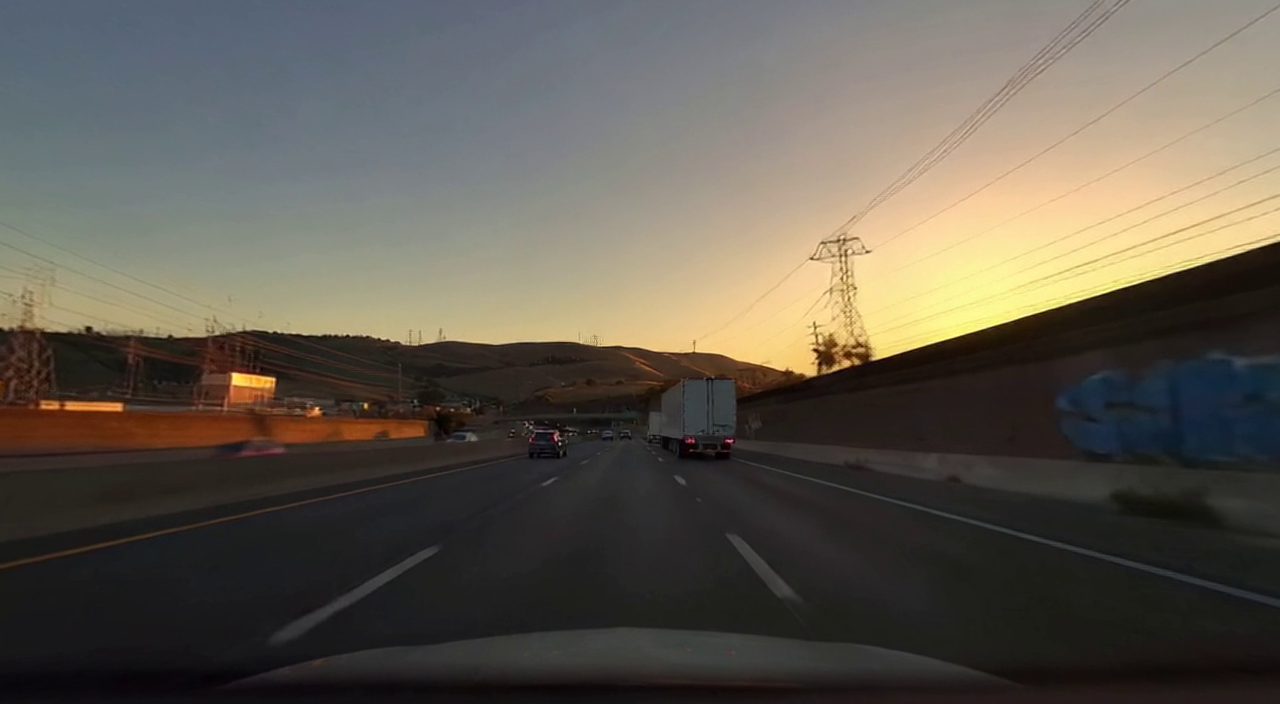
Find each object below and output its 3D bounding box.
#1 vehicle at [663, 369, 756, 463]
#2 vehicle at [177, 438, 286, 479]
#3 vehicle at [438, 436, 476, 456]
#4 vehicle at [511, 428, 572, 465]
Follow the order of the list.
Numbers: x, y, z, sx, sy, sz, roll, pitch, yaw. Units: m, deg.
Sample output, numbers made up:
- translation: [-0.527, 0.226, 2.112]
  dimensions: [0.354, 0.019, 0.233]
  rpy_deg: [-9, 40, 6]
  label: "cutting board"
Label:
- translation: [3.075, 3.363, 31.525]
  dimensions: [3.060, 3.842, 11.095]
  rpy_deg: [0, -8, -2]
  label: "vehicle"
- translation: [-15.860, 4.119, 24.735]
  dimensions: [1.716, 1.396, 3.946]
  rpy_deg: [0, -7, -2]
  label: "vehicle"
- translation: [-12.097, 6.214, 41.827]
  dimensions: [1.590, 1.306, 3.344]
  rpy_deg: [0, -8, -1]
  label: "vehicle"
- translation: [-4.246, 4.153, 27.875]
  dimensions: [1.965, 1.486, 4.448]
  rpy_deg: [0, -8, 0]
  label: "vehicle"
